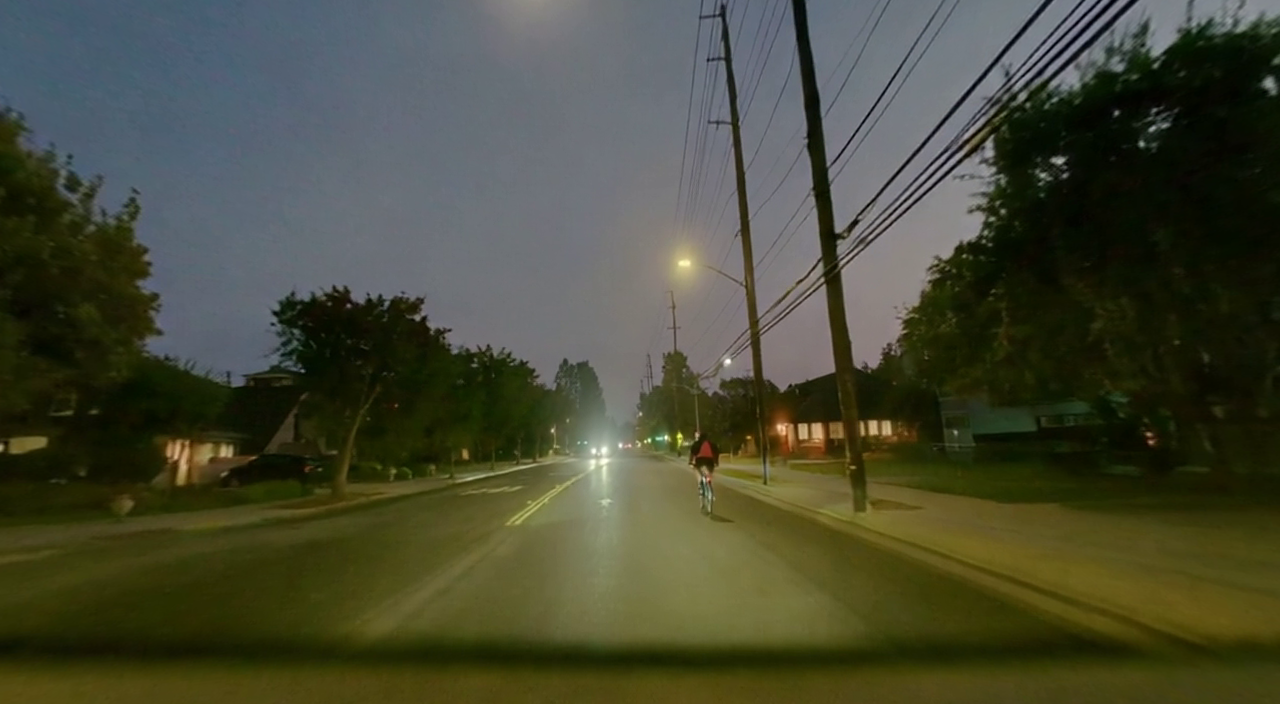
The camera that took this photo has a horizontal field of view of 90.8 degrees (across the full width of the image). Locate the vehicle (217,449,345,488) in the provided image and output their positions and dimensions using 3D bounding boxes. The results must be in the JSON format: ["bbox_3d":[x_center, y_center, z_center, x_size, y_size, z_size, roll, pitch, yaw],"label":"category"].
[{"bbox_3d":[-14.629,4.753,25.904,4.143,1.480,1.755,0,-8,-2],"label":"vehicle"}]
